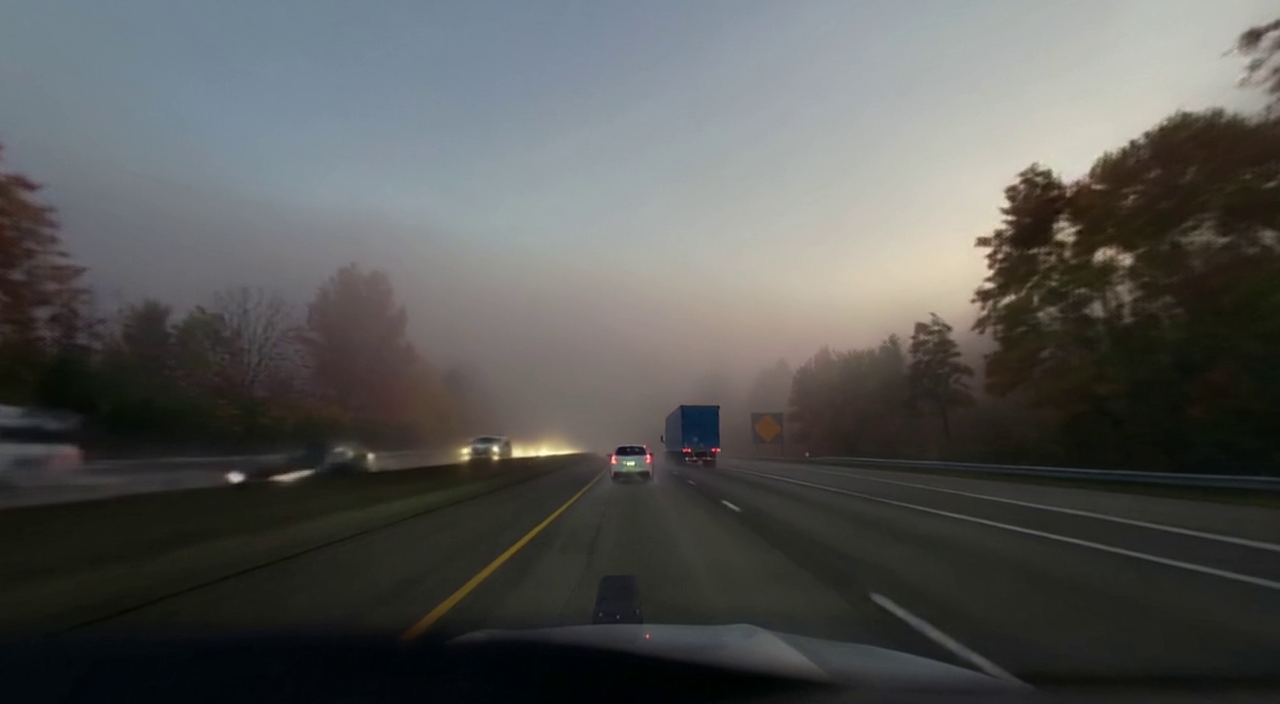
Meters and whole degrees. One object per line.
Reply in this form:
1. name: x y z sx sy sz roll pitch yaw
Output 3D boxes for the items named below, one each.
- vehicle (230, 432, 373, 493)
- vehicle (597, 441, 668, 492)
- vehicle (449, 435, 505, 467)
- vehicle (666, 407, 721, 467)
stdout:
1. vehicle: -9.226 3.052 17.525 1.796 1.466 3.929 -1 -9 0
2. vehicle: -0.280 3.746 20.856 2.099 1.506 4.097 0 -9 -1
3. vehicle: -9.773 6.000 38.006 2.175 1.804 4.631 0 -9 -1
4. vehicle: 3.919 6.905 49.632 2.900 4.013 14.455 1 -9 -1
